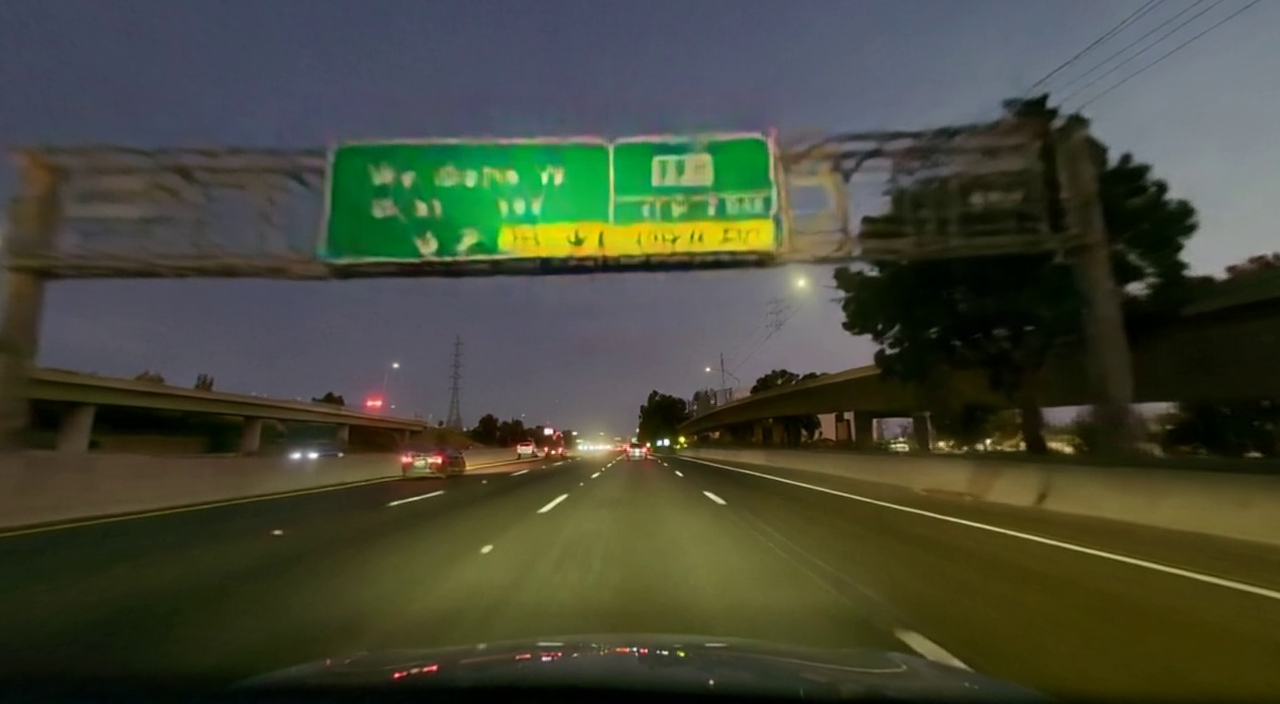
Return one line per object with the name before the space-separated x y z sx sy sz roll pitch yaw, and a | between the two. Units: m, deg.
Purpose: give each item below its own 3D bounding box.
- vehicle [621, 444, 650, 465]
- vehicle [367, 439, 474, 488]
vehicle | -0.351 7.524 46.755 2.086 1.472 4.168 0 -8 -1
vehicle | -7.364 3.786 21.801 1.994 1.487 4.605 0 -8 0
